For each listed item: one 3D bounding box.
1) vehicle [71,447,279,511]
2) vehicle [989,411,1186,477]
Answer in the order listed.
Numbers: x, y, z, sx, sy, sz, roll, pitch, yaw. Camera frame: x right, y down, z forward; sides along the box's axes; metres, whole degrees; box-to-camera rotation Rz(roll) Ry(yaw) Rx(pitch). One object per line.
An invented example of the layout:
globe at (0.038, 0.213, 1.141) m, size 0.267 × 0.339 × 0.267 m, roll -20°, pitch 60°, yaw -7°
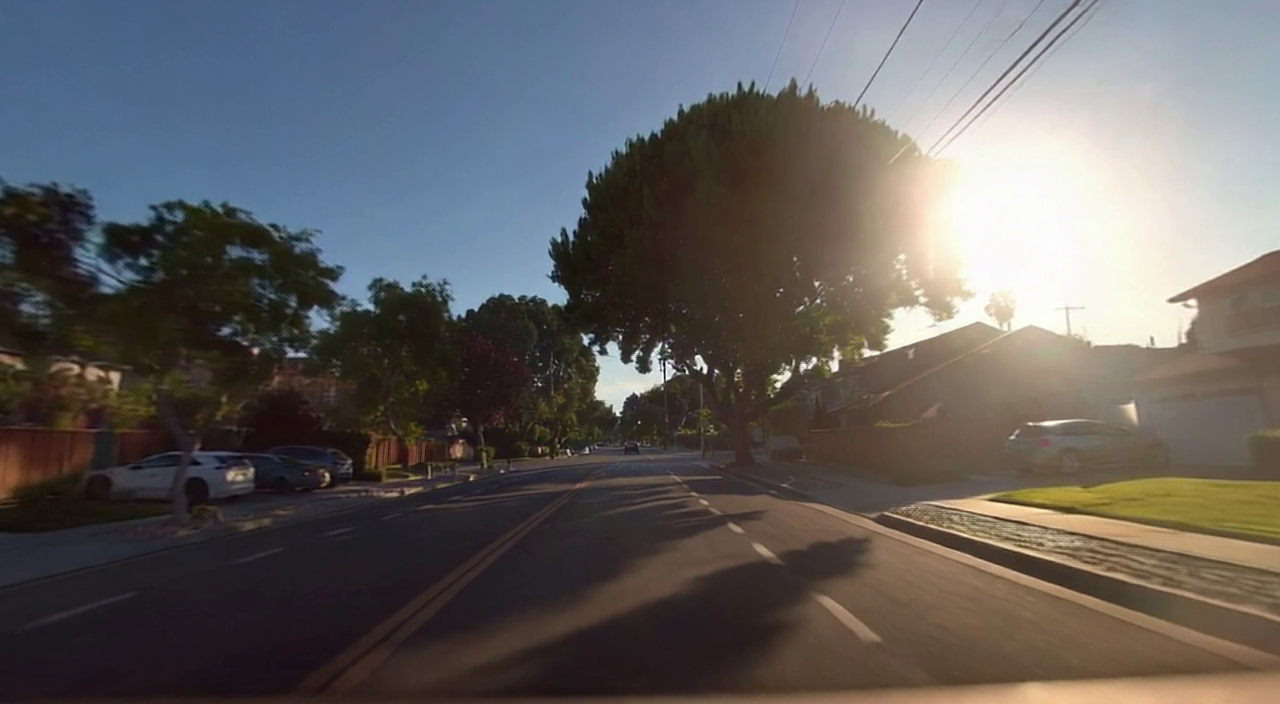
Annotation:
vehicle at (-12.321, 3.362, 16.995) m, size 3.927 × 1.560 × 2.049 m, roll 0°, pitch -8°, yaw -1°
vehicle at (13.158, 2.719, 18.693) m, size 4.653 × 1.775 × 1.906 m, roll 2°, pitch -8°, yaw -10°
